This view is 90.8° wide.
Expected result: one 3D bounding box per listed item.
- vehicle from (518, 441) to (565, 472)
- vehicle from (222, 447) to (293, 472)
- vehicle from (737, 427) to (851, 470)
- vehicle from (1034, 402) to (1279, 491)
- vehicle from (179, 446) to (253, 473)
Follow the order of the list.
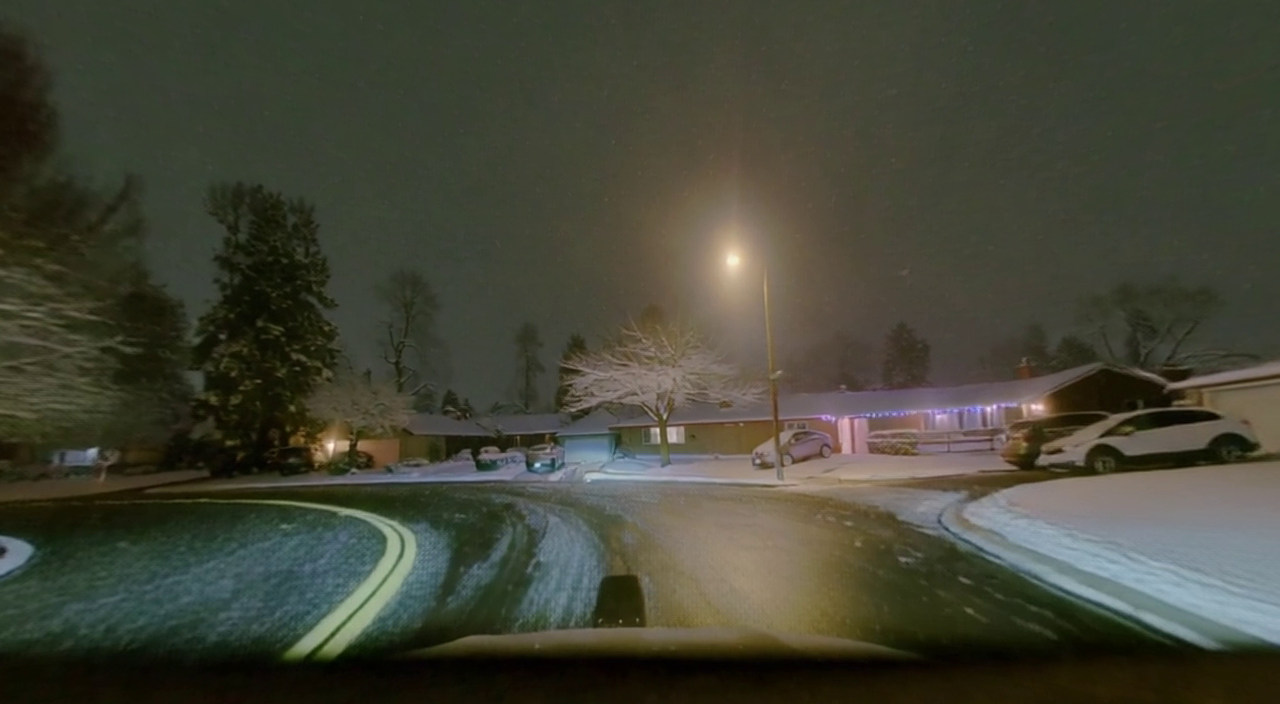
[{"bbox_3d":[-5.443,5.786,35.374,1.819,1.442,4.329,-1,-6,2],"label":"vehicle"},{"bbox_3d":[-24.546,6.895,40.747,1.933,1.477,4.361,0,-9,-1],"label":"vehicle"},{"bbox_3d":[7.018,4.347,28.622,4.799,1.451,2.144,0,-7,-32],"label":"vehicle"},{"bbox_3d":[11.793,2.127,14.296,4.327,1.573,1.967,-4,-9,0],"label":"vehicle"},{"bbox_3d":[-27.194,6.898,40.712,2.042,1.633,4.132,0,-9,-3],"label":"vehicle"}]
